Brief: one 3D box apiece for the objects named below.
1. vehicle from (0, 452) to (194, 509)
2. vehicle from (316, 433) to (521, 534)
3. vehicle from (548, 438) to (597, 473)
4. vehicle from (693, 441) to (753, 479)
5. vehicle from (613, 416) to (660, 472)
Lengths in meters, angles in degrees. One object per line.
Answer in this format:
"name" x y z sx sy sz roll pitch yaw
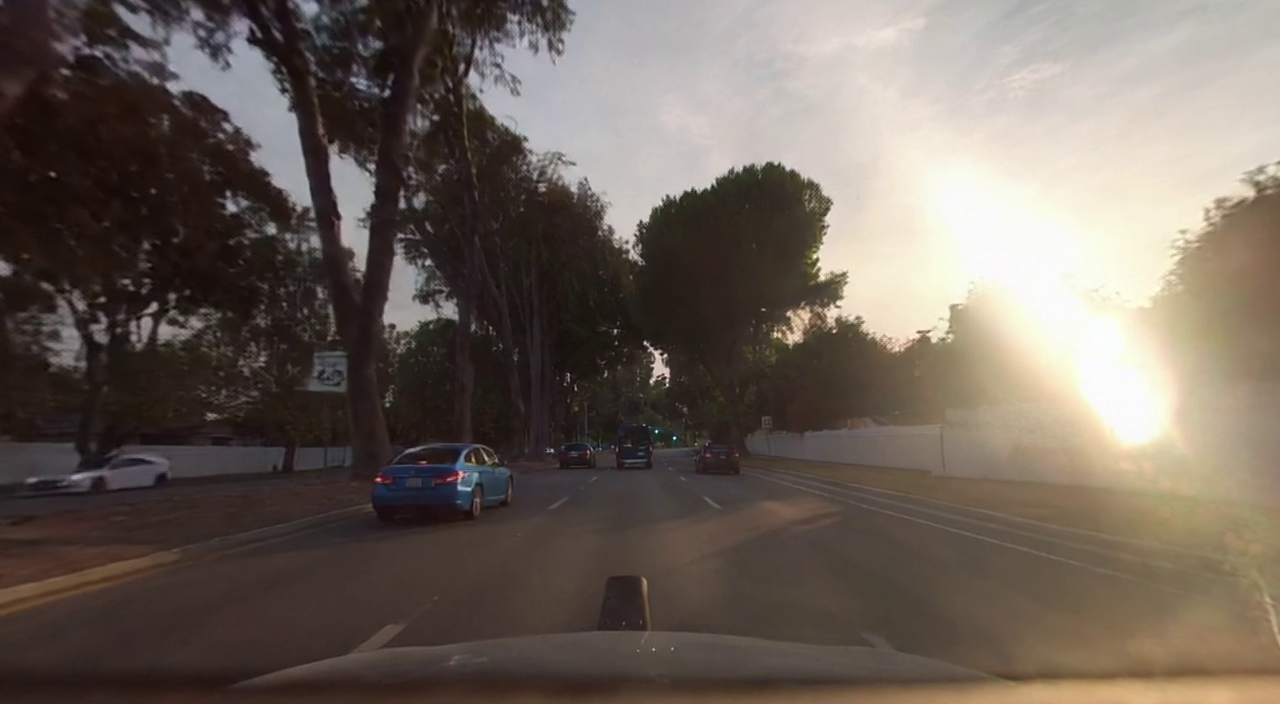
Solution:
"vehicle" -17.365 4.056 20.413 1.931 1.525 5.106 0 -8 1
"vehicle" -3.733 2.293 11.664 2.036 1.474 4.647 0 -8 1
"vehicle" -3.541 5.506 33.708 2.021 1.715 4.329 0 -8 1
"vehicle" 3.487 4.624 27.144 1.945 1.469 4.258 0 -8 -1
"vehicle" -0.192 4.948 33.803 2.311 2.726 5.814 0 -8 0
